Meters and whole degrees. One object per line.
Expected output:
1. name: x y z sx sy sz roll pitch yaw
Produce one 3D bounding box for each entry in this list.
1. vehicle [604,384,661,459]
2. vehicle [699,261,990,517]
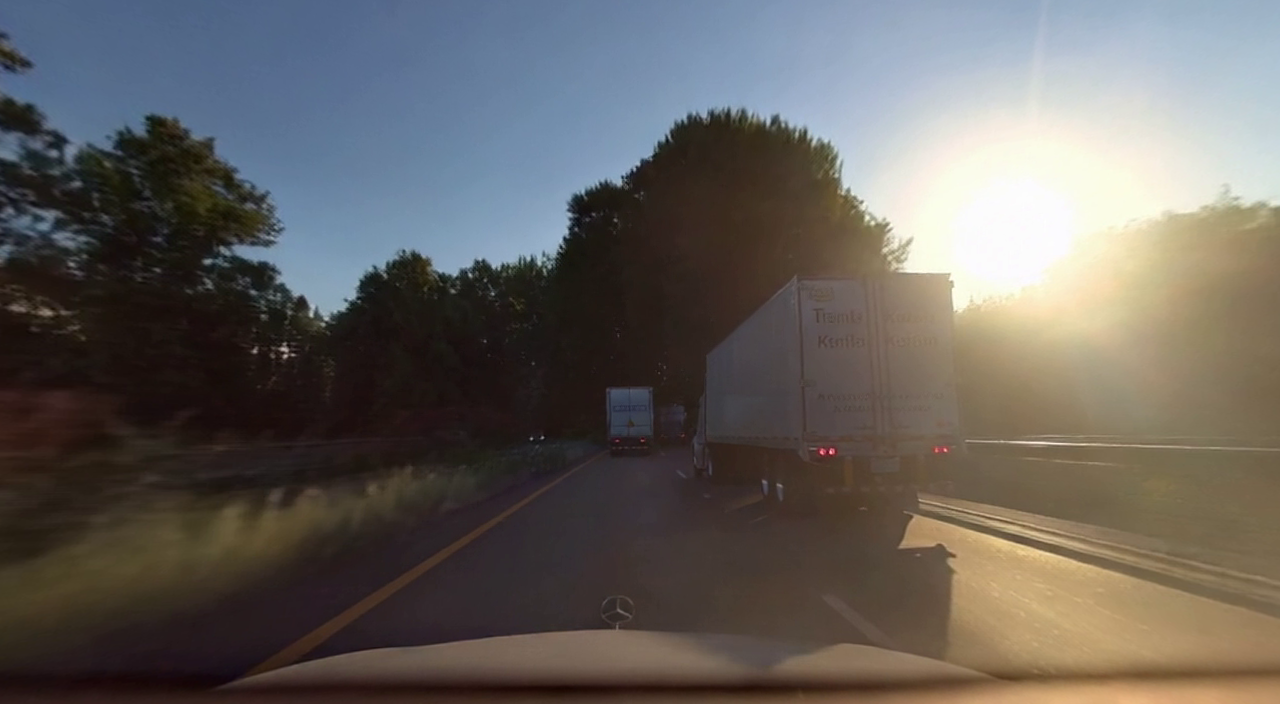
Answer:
1. vehicle: -0.462 4.322 38.108 2.958 3.917 10.196 0 -8 -1
2. vehicle: 3.937 1.512 17.411 2.856 4.145 14.500 0 -8 -1
